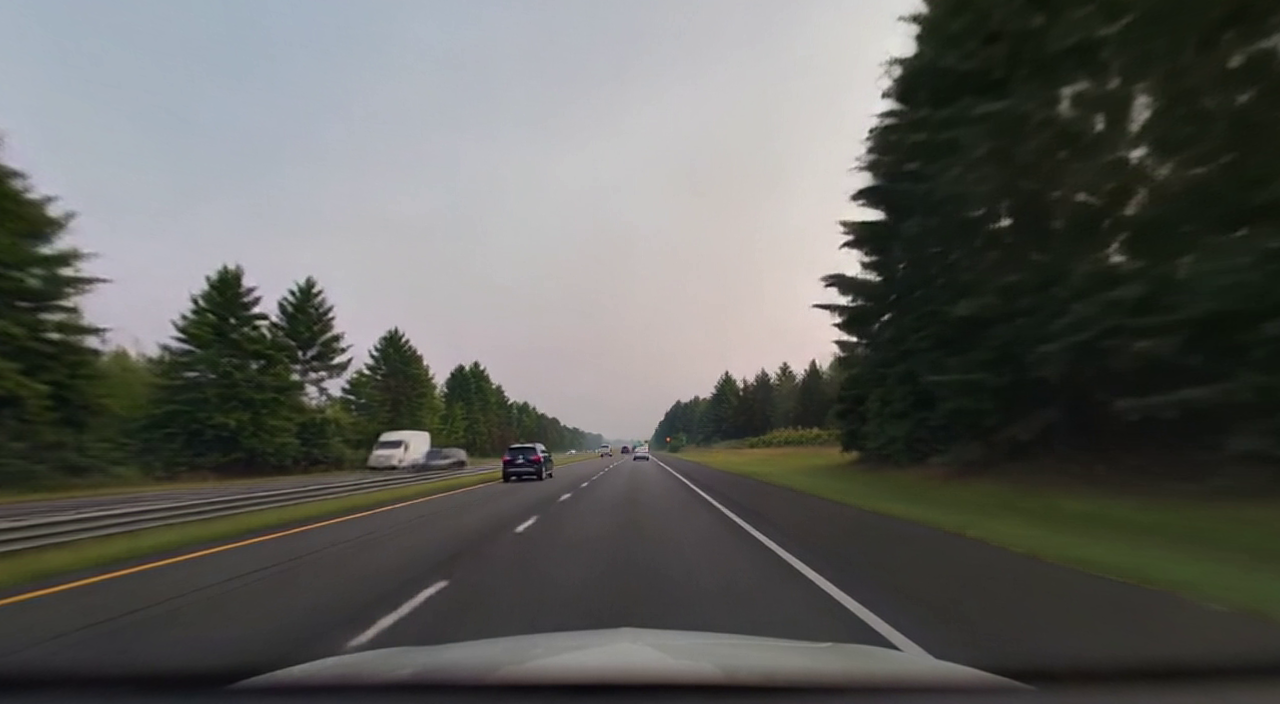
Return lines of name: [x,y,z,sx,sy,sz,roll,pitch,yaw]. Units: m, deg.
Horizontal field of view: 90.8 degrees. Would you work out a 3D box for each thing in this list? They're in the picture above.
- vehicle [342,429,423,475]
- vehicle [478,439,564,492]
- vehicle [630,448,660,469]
vehicle: [-16.532,6.474,41.071,2.419,2.745,6.688,0,-9,0]
vehicle: [-4.029,3.925,22.151,2.100,1.667,4.223,0,-9,1]
vehicle: [0.300,7.677,45.747,2.046,1.452,4.407,0,-9,-1]
